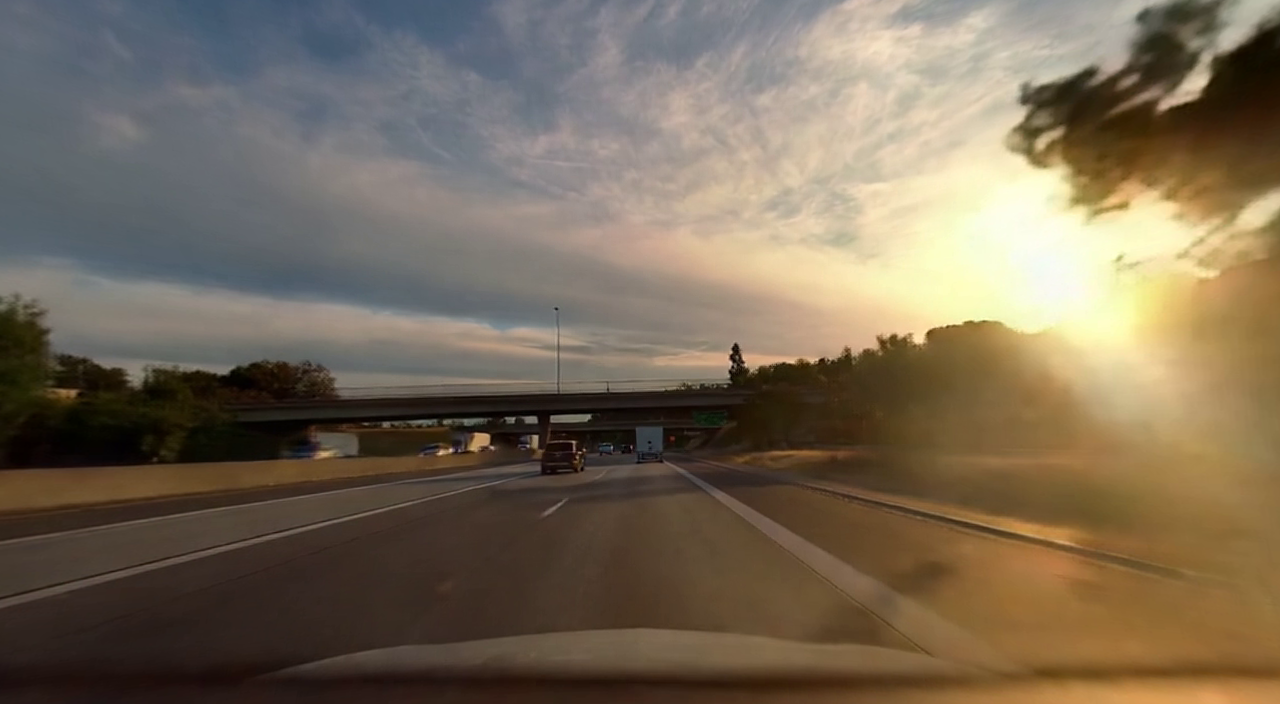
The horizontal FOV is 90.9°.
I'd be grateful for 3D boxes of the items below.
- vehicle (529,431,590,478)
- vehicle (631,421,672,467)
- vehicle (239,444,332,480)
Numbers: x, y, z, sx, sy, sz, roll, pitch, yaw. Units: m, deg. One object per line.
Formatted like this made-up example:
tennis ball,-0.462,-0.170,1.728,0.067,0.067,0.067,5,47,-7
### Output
vehicle,-3.867,5.080,31.274,2.233,2.093,5.565,0,-9,0
vehicle,0.769,6.851,46.645,2.790,3.075,7.414,0,-9,0
vehicle,-19.929,6.170,35.719,2.472,1.878,4.654,0,-9,1
